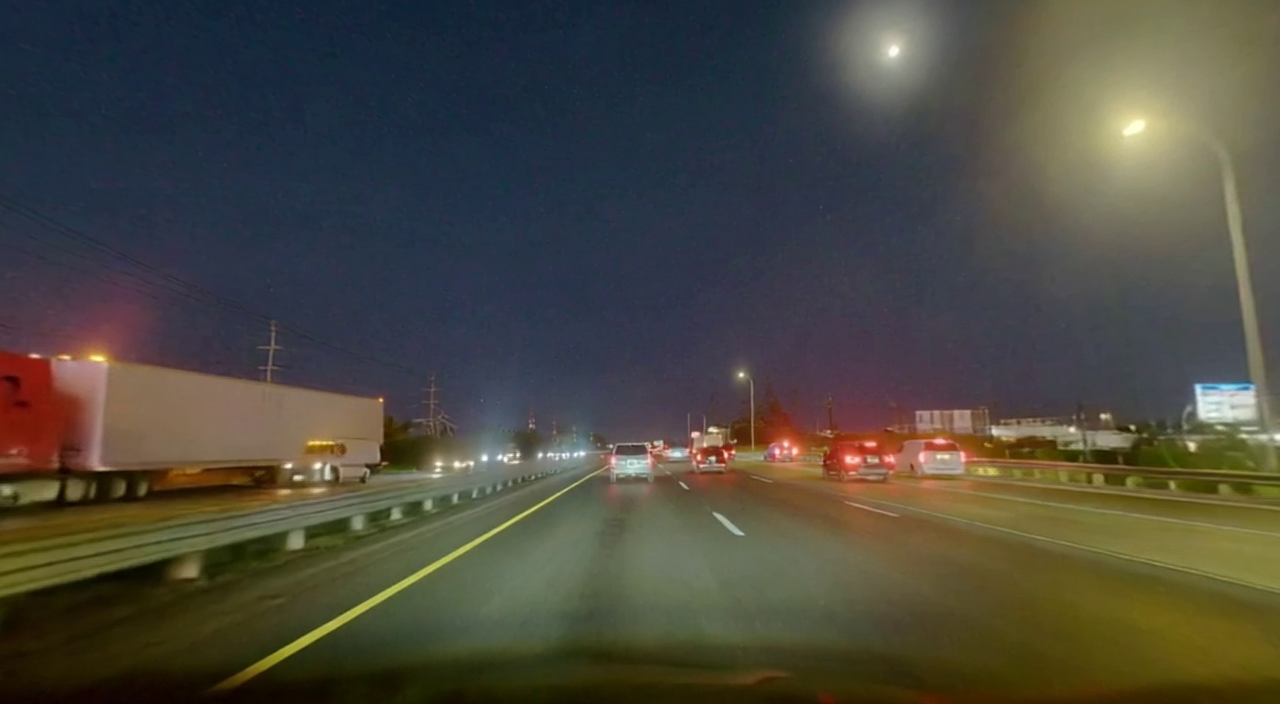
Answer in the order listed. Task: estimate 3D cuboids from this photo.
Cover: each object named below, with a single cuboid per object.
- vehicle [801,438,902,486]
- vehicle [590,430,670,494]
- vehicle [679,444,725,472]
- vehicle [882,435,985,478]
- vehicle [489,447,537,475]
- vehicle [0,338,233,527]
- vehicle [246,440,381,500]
[{"bbox_3d":[7.093,3.711,21.676,1.958,1.473,4.201,0,-8,-1],"label":"vehicle"},{"bbox_3d":[-0.300,3.521,20.568,2.298,1.809,4.359,0,-8,0],"label":"vehicle"},{"bbox_3d":[3.361,5.856,35.196,1.934,1.461,4.368,0,-9,-2],"label":"vehicle"},{"bbox_3d":[11.345,4.051,24.747,1.944,1.505,4.138,0,-8,-1],"label":"vehicle"},{"bbox_3d":[-7.792,6.692,39.160,2.011,1.598,4.342,0,-8,0],"label":"vehicle"},{"bbox_3d":[-15.009,2.178,16.505,3.032,3.968,8.215,0,-8,1],"label":"vehicle"},{"bbox_3d":[-11.478,4.145,22.745,2.102,1.874,5.112,0,-8,0],"label":"vehicle"}]
